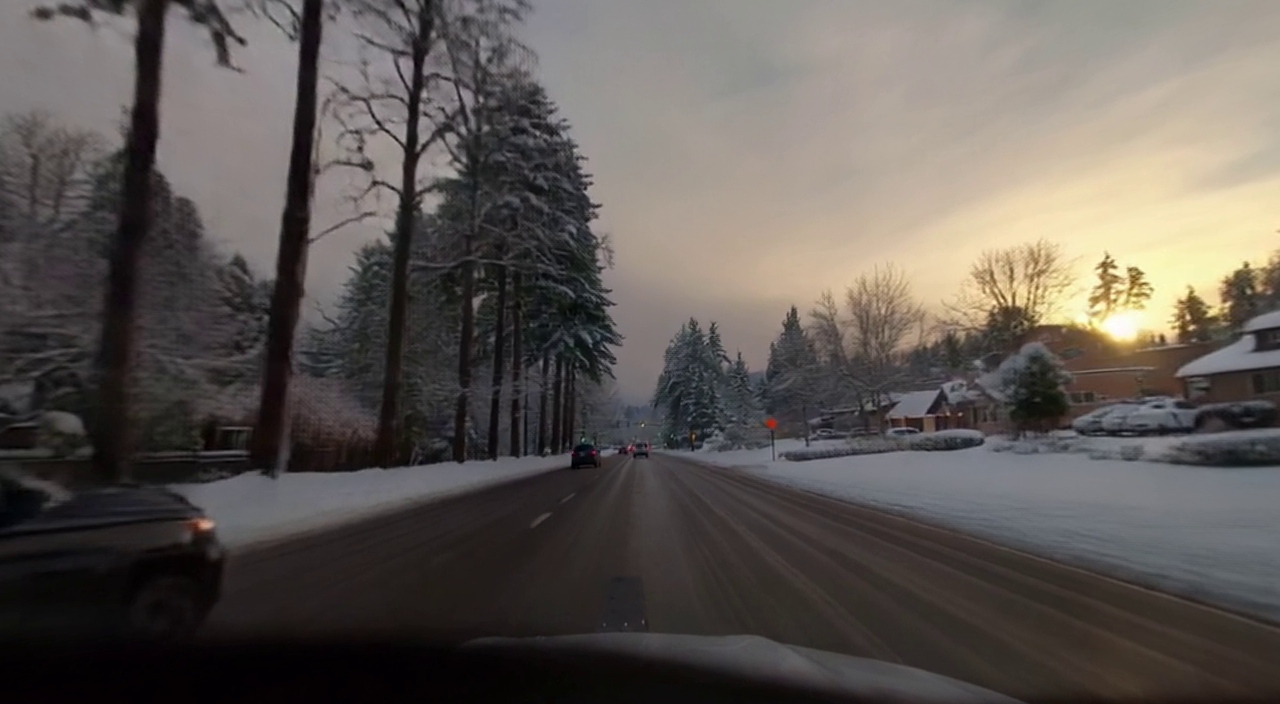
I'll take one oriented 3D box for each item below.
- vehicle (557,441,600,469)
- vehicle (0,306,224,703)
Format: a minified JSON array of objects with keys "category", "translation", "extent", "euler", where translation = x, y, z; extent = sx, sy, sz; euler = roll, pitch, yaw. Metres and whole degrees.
[{"category":"vehicle","translation":[-3.500,5.987,36.821],"extent":[2.021,1.466,4.330],"euler":[0,-9,1]},{"category":"vehicle","translation":[-3.139,0.491,0.748],"extent":[2.058,1.671,4.704],"euler":[0,-8,0]}]
